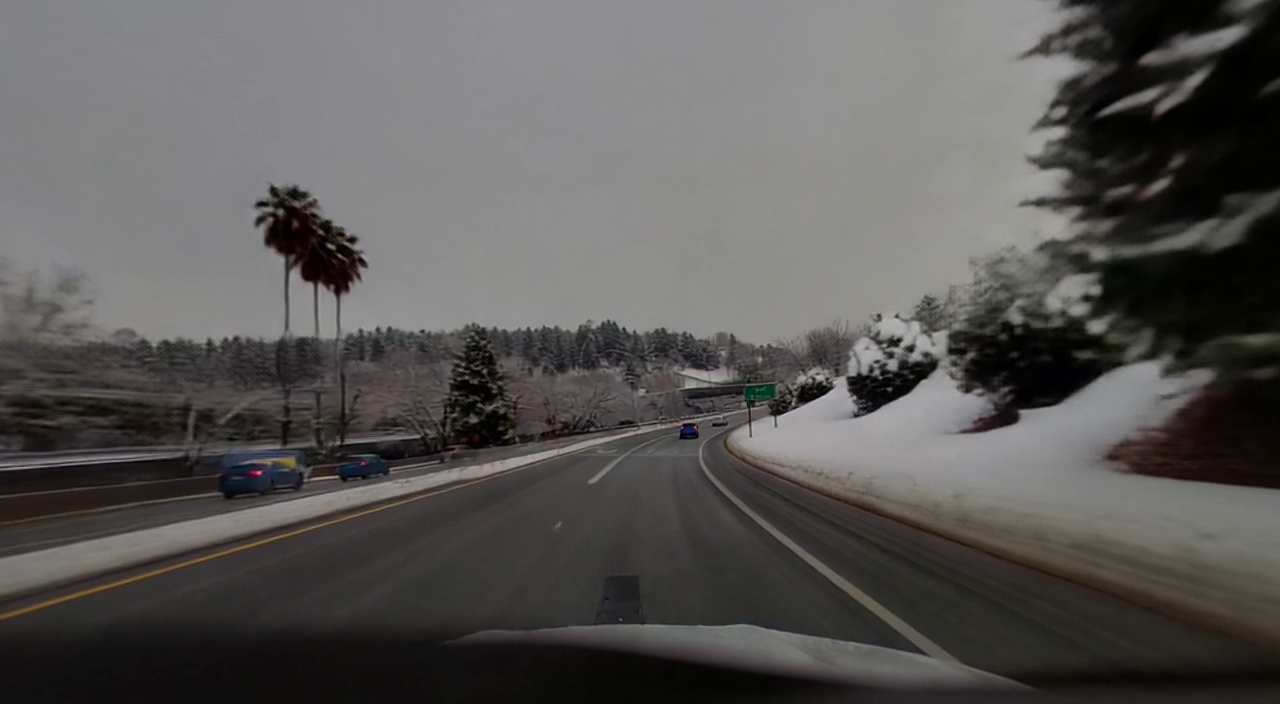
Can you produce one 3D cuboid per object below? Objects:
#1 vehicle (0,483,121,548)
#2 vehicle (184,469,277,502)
[{"bbox_3d":[-20.445,5.437,21.383,1.956,1.716,4.330,-1,-9,1],"label":"vehicle"},{"bbox_3d":[-26.100,8.494,40.567,2.281,1.759,5.531,0,-9,-1],"label":"vehicle"}]
